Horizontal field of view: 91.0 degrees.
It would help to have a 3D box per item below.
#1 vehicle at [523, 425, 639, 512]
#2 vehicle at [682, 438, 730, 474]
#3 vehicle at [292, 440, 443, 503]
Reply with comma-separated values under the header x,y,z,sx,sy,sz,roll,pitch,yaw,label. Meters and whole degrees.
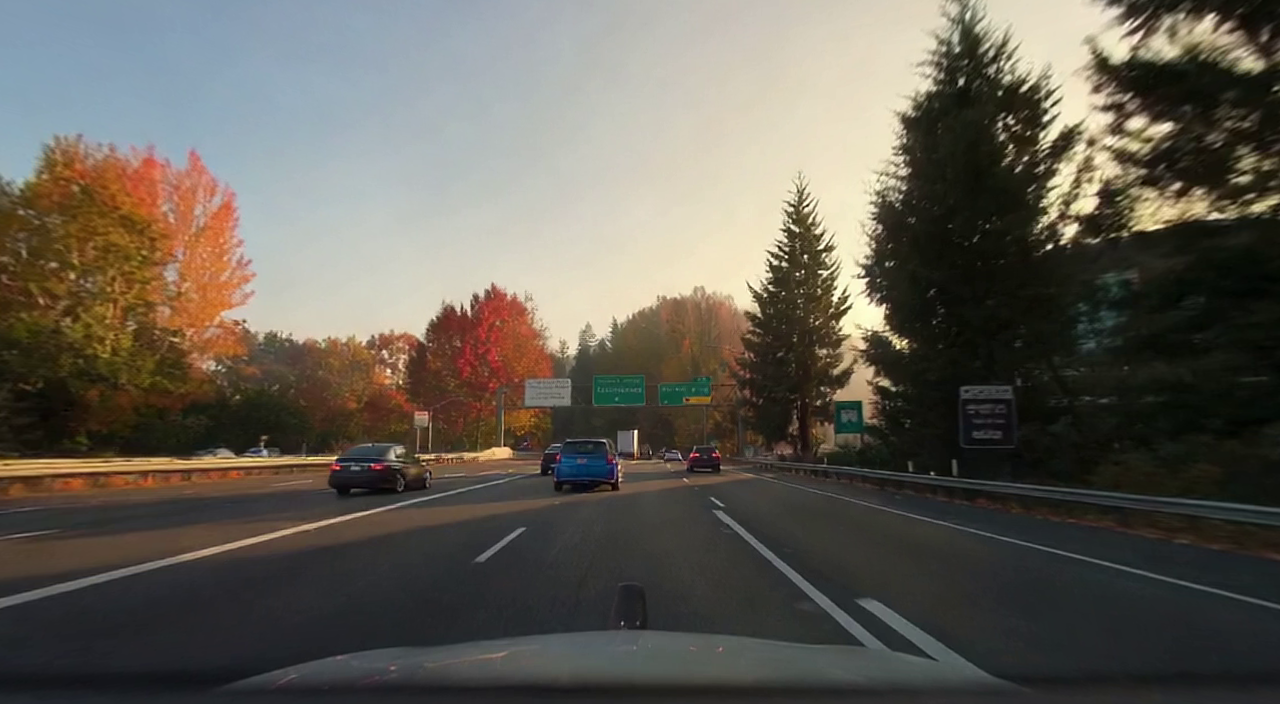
x,y,z,sx,sy,sz,roll,pitch,yaw,label
-1.220,2.739,15.236,2.101,1.742,4.495,0,-9,3,vehicle
3.499,5.636,34.257,2.193,1.778,4.488,0,-9,1,vehicle
-7.379,3.256,17.692,2.057,1.496,4.661,0,-9,1,vehicle
